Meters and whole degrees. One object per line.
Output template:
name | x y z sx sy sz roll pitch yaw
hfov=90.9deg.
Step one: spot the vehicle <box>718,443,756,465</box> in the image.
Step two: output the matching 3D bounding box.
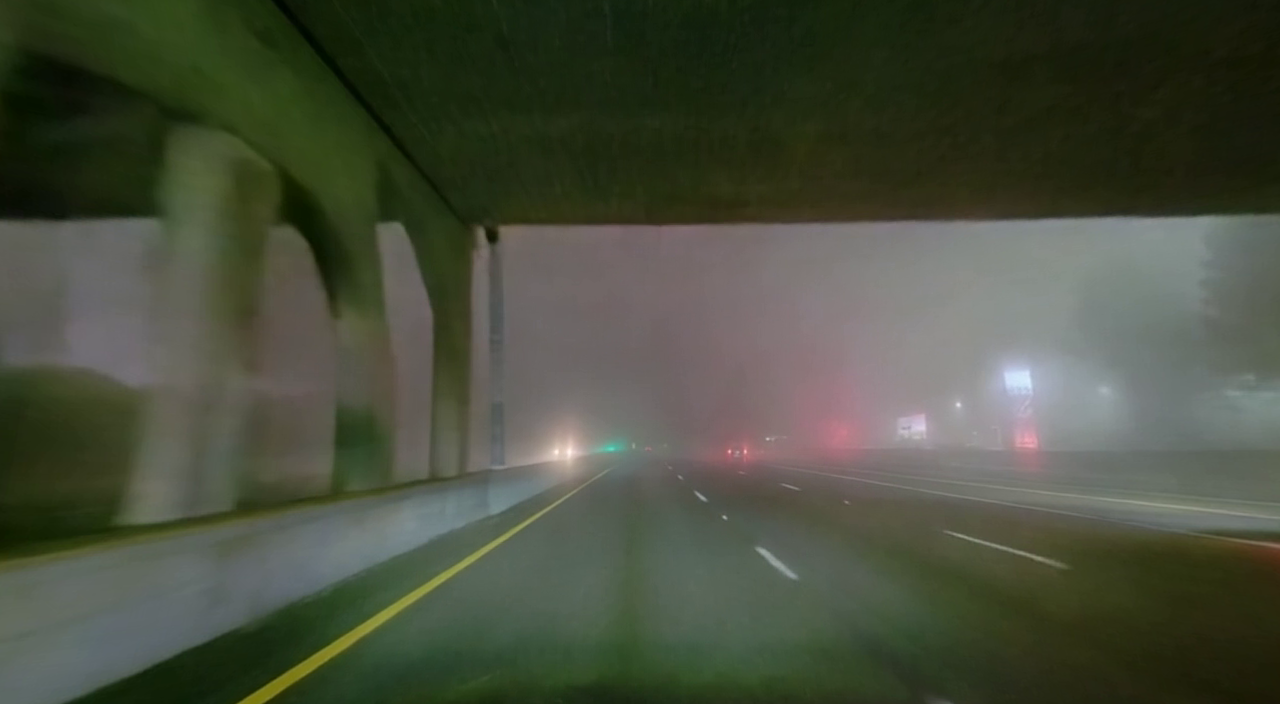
vehicle | 6.890 7.336 45.358 2.025 1.484 4.208 -1 -9 0
